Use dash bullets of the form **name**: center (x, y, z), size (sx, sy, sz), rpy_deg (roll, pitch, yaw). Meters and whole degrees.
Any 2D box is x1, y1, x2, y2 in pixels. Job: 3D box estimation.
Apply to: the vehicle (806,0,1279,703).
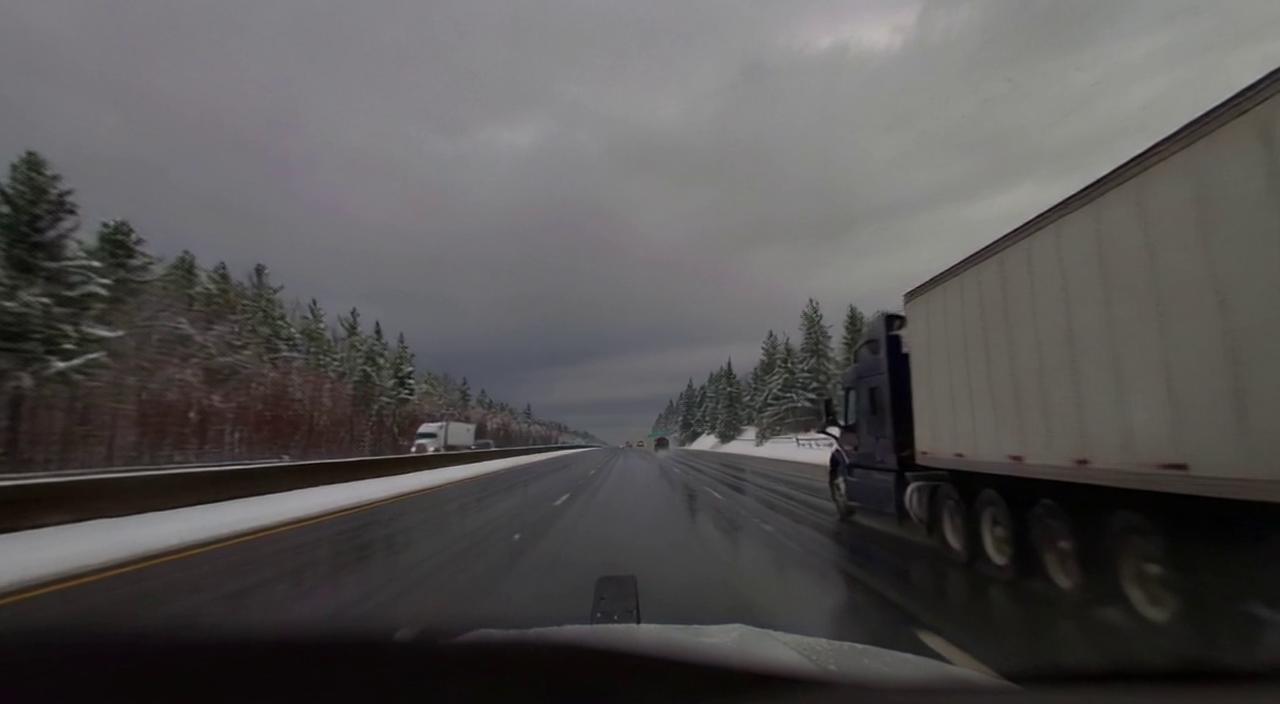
- **vehicle**: center (4.083, 0.428, 5.782), size (2.766, 3.349, 7.796), rpy_deg (0, -8, -1)
